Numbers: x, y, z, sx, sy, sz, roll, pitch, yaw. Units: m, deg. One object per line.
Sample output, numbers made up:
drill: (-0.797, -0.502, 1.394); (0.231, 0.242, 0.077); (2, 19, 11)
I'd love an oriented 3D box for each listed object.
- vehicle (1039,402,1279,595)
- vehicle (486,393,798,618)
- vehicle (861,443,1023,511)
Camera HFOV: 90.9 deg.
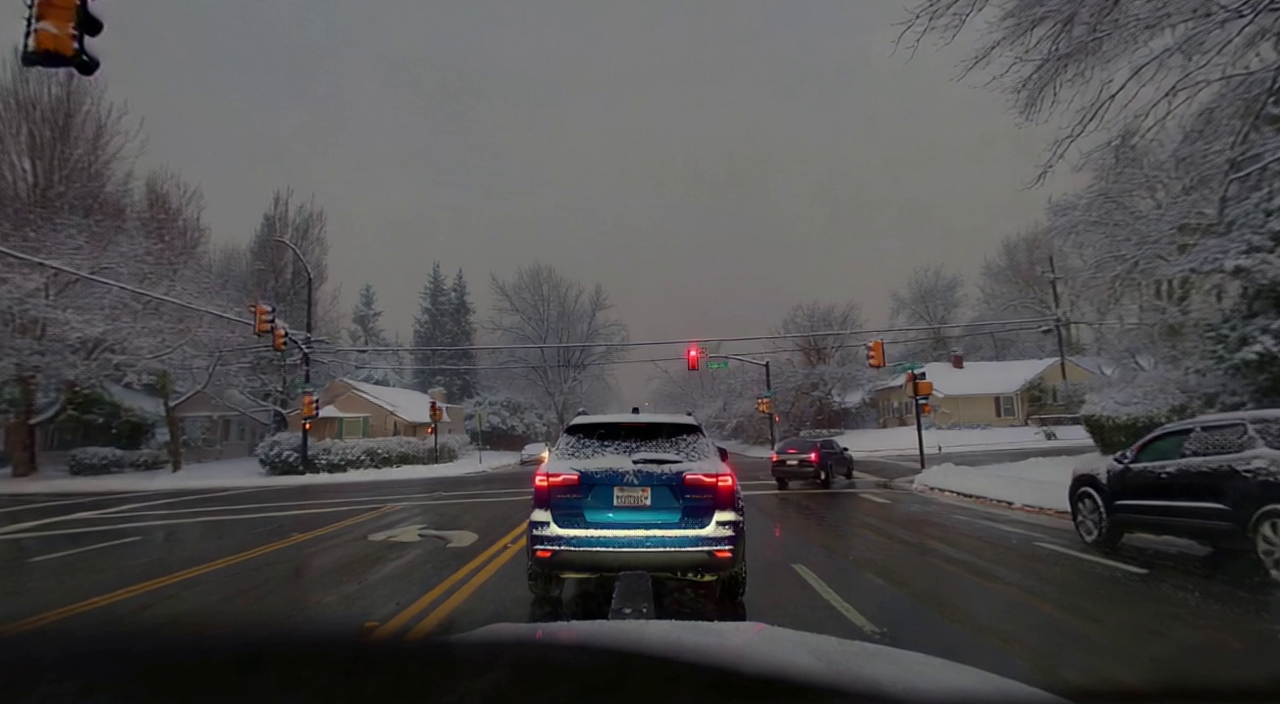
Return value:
vehicle: (7.020, 1.539, 7.049); (1.989, 1.791, 4.735); (0, -8, 0)
vehicle: (0.043, 1.470, 6.975); (2.322, 1.667, 4.367); (0, -8, 1)
vehicle: (7.281, 3.013, 15.824); (1.860, 1.436, 4.479); (0, -8, 0)
